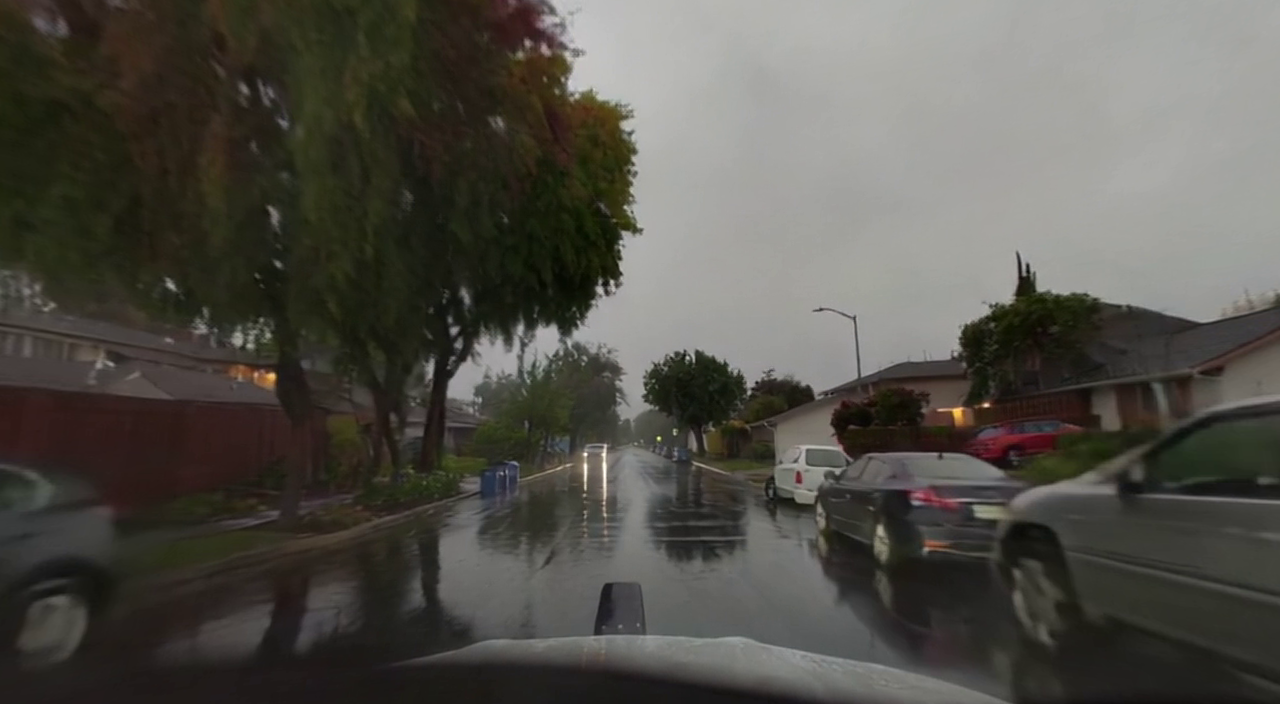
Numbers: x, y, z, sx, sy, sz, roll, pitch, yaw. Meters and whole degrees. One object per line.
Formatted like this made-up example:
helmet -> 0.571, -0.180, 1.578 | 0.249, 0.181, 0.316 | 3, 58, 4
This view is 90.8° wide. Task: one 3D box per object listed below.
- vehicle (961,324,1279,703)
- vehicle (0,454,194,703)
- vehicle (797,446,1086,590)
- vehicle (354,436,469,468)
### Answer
vehicle -> 3.848, 0.788, 2.238 | 2.350, 1.912, 5.696 | 0, -8, -1
vehicle -> -4.529, 1.143, 2.532 | 2.234, 1.377, 4.413 | -2, -10, 1
vehicle -> 3.704, 2.064, 8.789 | 1.857, 1.480, 4.201 | 0, -8, -1
vehicle -> -13.442, 5.946, 37.505 | 5.863, 1.773, 2.451 | 0, -9, -3
